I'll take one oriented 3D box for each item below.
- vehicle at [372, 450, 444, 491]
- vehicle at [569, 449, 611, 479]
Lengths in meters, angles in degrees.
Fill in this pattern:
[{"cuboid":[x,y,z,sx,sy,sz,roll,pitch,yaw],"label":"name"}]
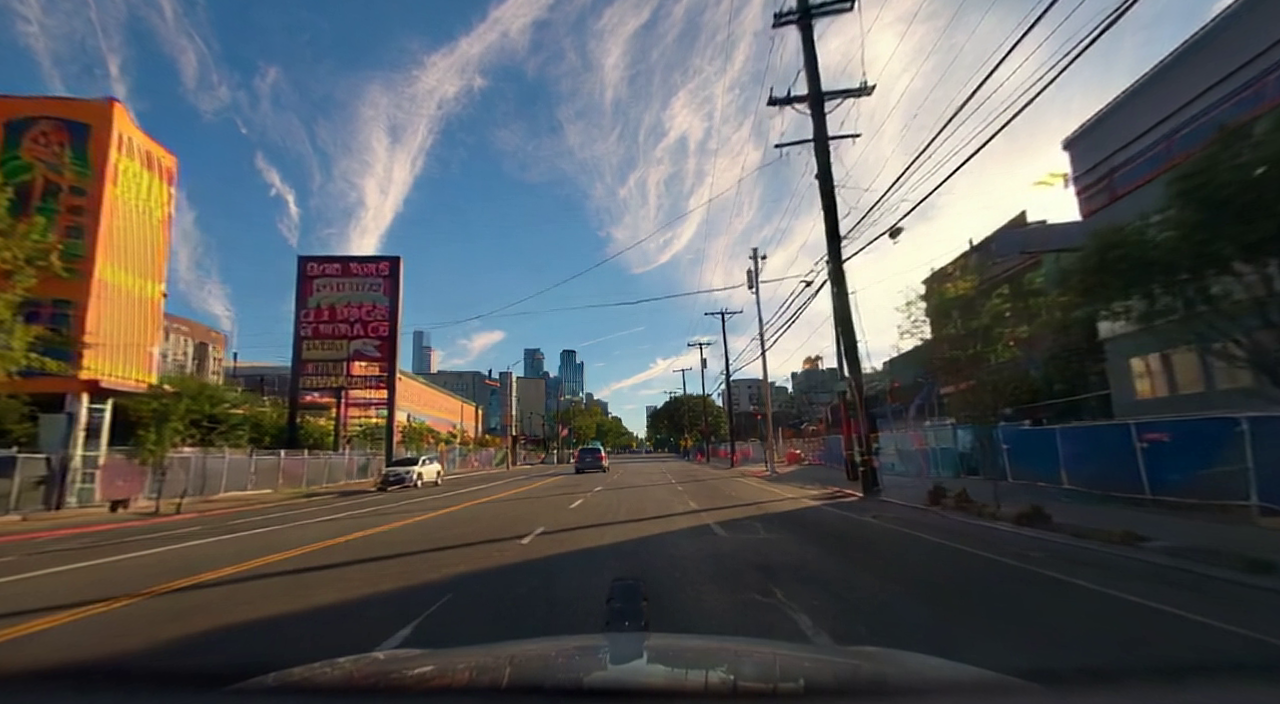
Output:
[{"cuboid":[-11.865,6.036,32.551,2.052,1.898,4.253,0,-8,1],"label":"vehicle"},{"cuboid":[-2.941,6.701,38.002,2.036,1.589,4.549,0,-8,1],"label":"vehicle"}]
